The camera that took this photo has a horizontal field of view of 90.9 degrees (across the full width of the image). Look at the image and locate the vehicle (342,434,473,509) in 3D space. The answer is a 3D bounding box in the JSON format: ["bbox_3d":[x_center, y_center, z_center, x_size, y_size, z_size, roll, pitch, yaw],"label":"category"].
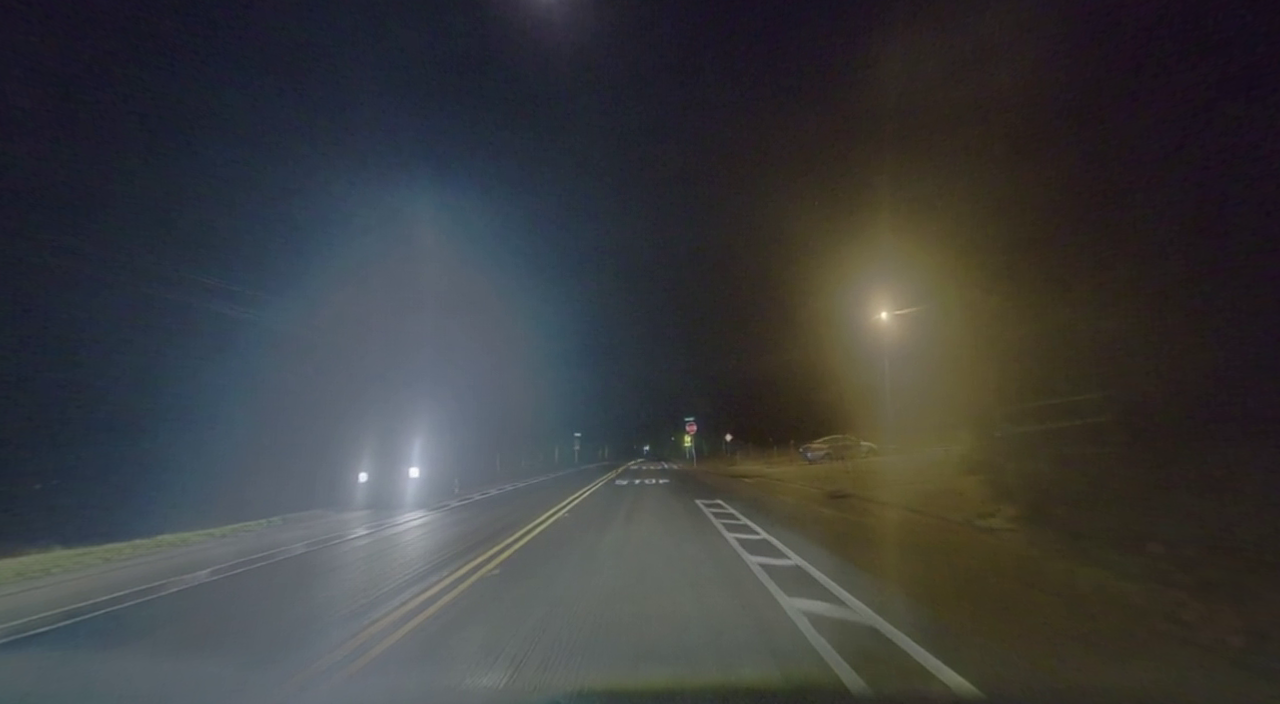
[{"bbox_3d":[-6.333,3.344,17.831,1.992,1.797,4.372,-2,-10,1],"label":"vehicle"}]
